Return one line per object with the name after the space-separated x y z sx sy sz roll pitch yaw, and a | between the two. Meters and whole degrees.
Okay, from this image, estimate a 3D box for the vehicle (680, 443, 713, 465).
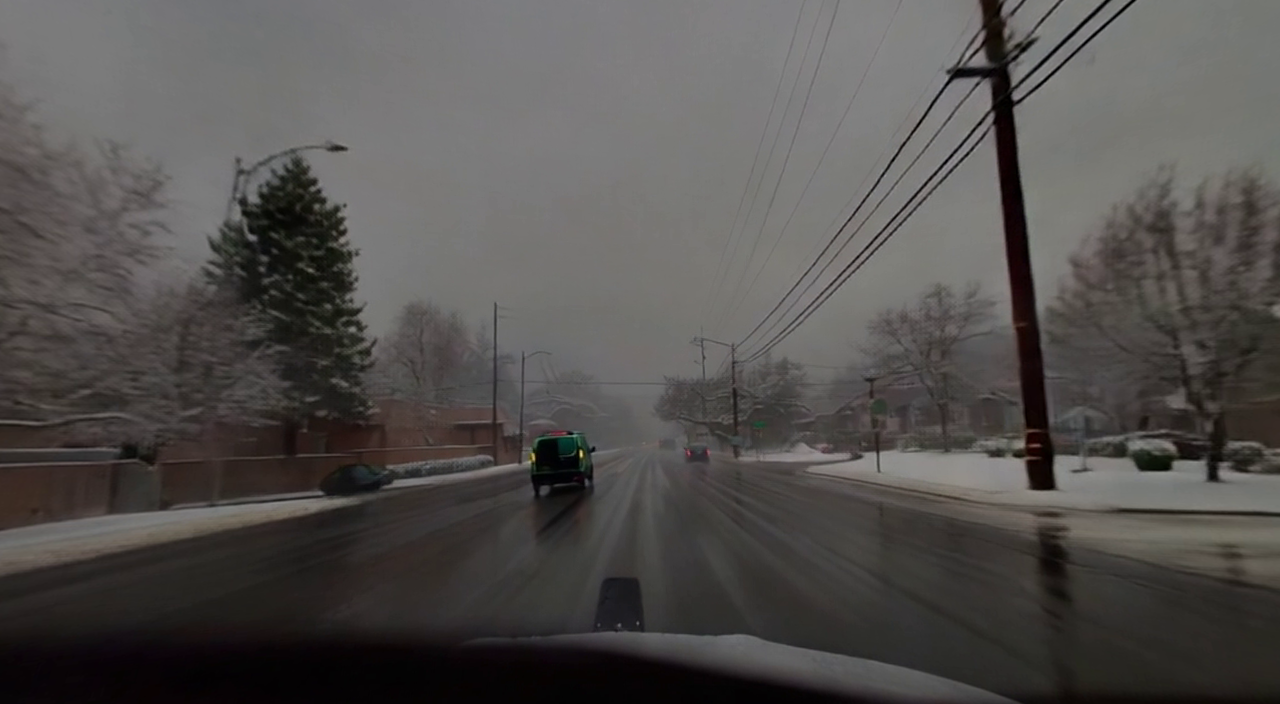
3.928 7.217 44.681 2.015 1.467 4.117 0 -9 0 | vehicle
